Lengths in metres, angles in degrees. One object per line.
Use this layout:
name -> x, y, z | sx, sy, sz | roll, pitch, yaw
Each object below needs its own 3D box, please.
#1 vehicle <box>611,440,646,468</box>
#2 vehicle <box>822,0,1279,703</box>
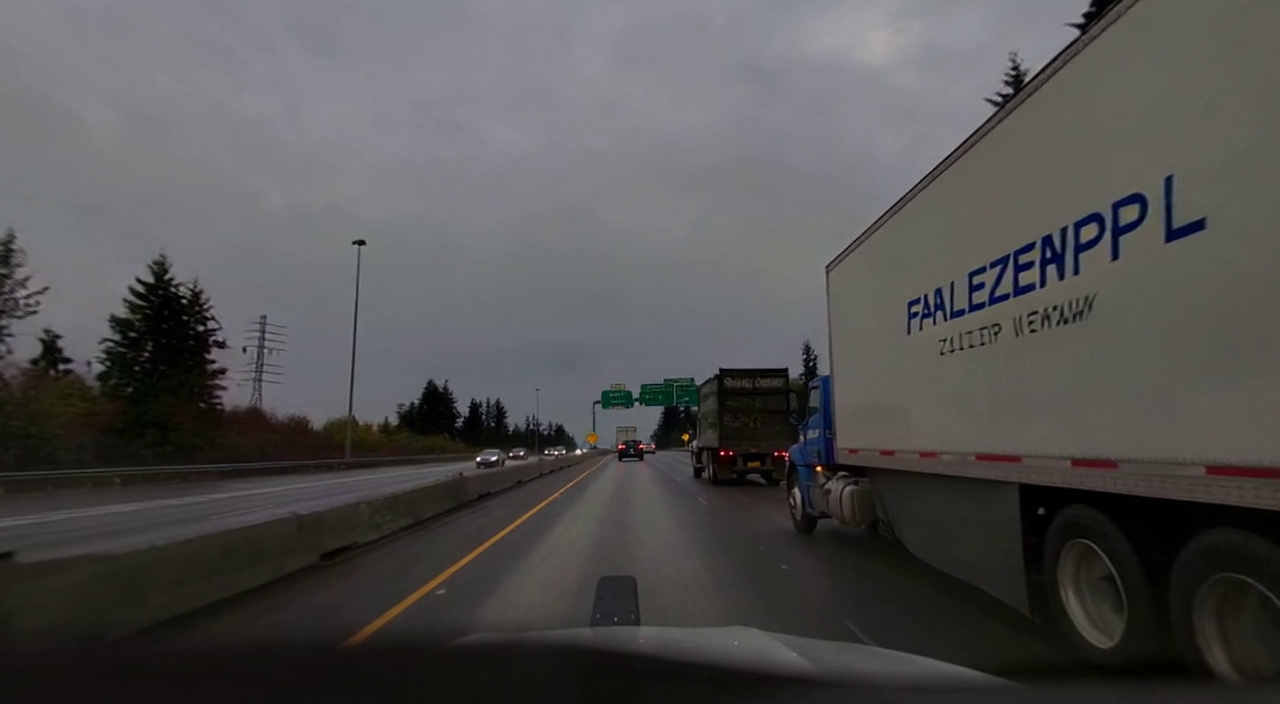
vehicle -> -0.632, 5.906, 36.664 | 1.943, 1.491, 3.459 | -1, -8, 0
vehicle -> 4.254, -0.045, 4.648 | 2.853, 4.086, 9.078 | 0, -8, -1
